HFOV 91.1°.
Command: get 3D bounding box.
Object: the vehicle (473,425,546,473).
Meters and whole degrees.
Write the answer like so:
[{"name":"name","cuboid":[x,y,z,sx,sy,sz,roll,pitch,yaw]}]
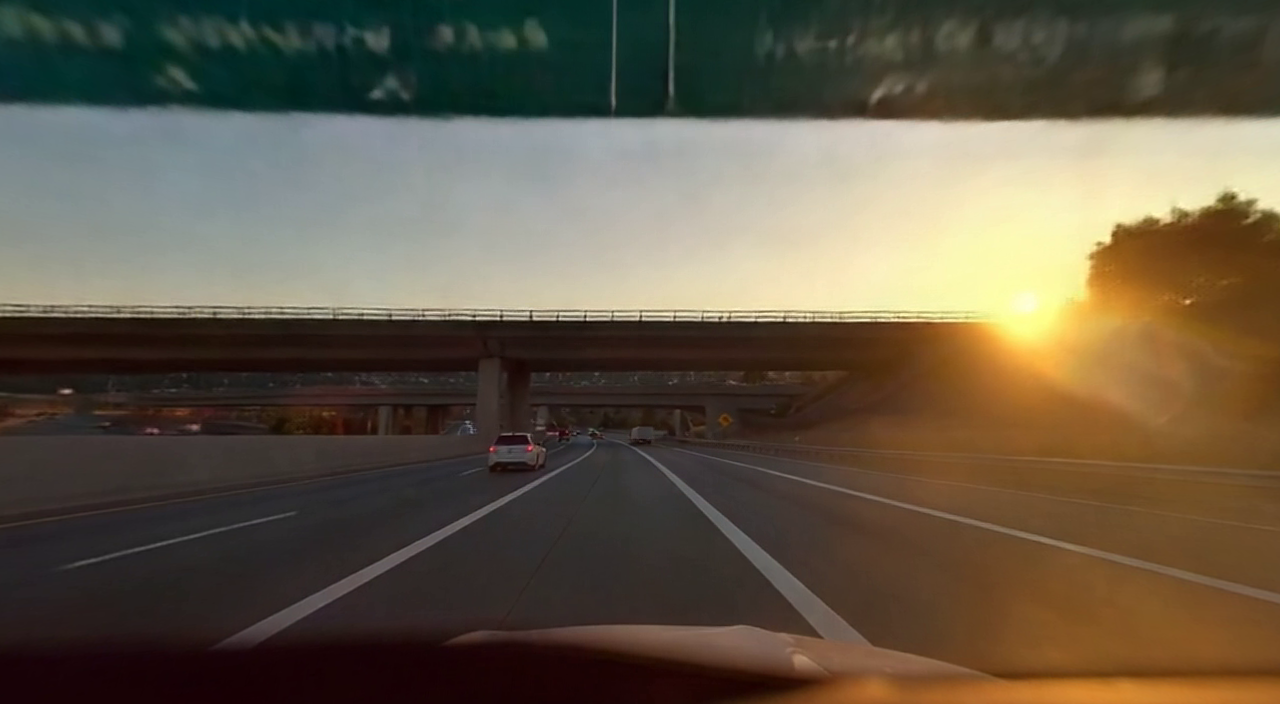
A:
[{"name":"vehicle","cuboid":[-4.567,3.429,22.556,1.878,1.548,3.966,0,-8,-1]}]
